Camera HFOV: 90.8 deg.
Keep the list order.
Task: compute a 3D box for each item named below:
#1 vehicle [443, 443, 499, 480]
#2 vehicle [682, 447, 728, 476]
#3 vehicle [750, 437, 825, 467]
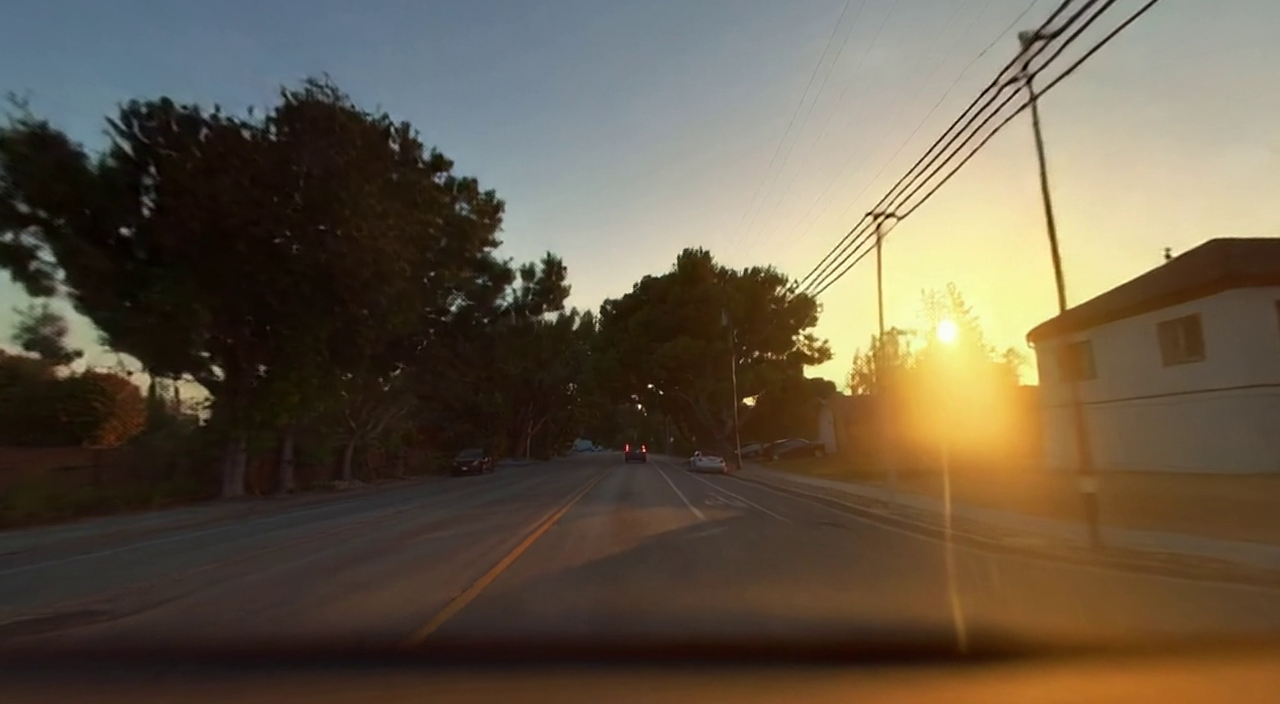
[{"bbox_3d":[-11.144,7.187,41.970,2.111,2.050,5.328,-6,-8,0],"label":"vehicle"},{"bbox_3d":[3.740,6.408,37.197,2.167,1.535,4.464,0,-8,-1],"label":"vehicle"},{"bbox_3d":[10.563,7.196,45.433,4.709,1.743,1.965,-3,-8,-8],"label":"vehicle"}]
